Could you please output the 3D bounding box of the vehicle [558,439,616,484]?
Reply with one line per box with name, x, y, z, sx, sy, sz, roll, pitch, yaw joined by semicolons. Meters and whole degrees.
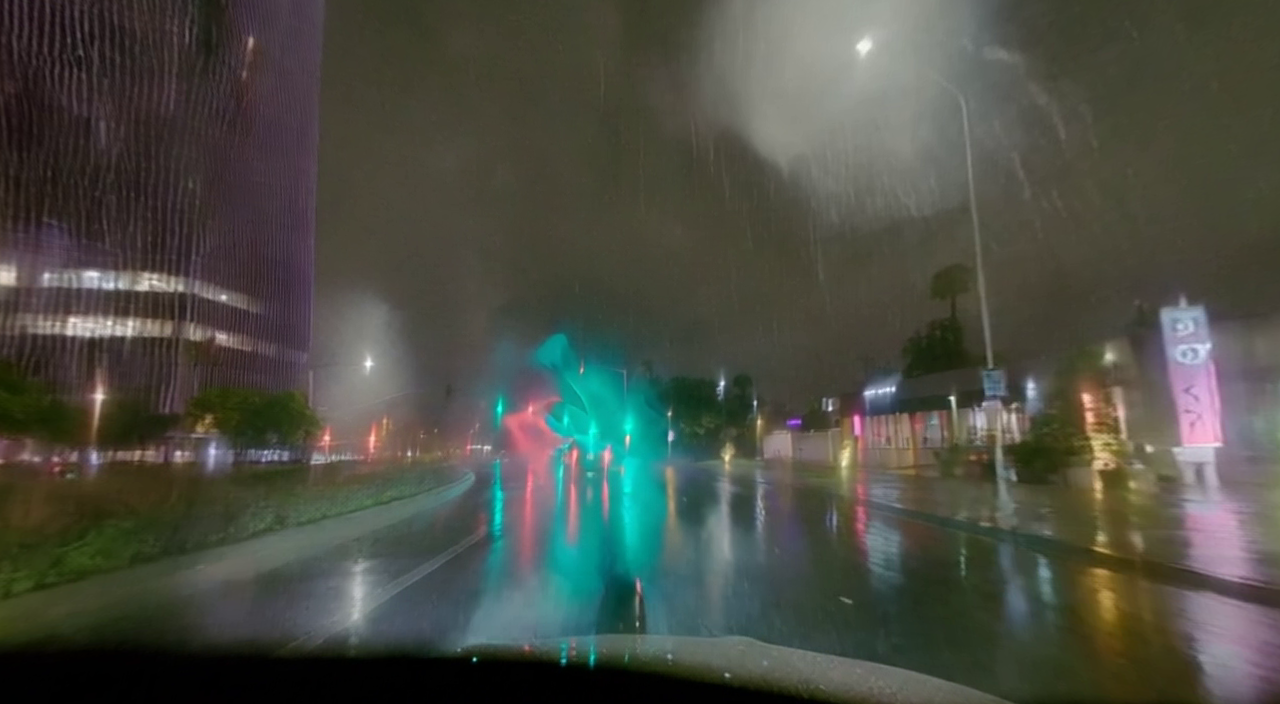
vehicle;-2.179;4.497;26.143;2.183;1.675;4.319;1;-9;-4
